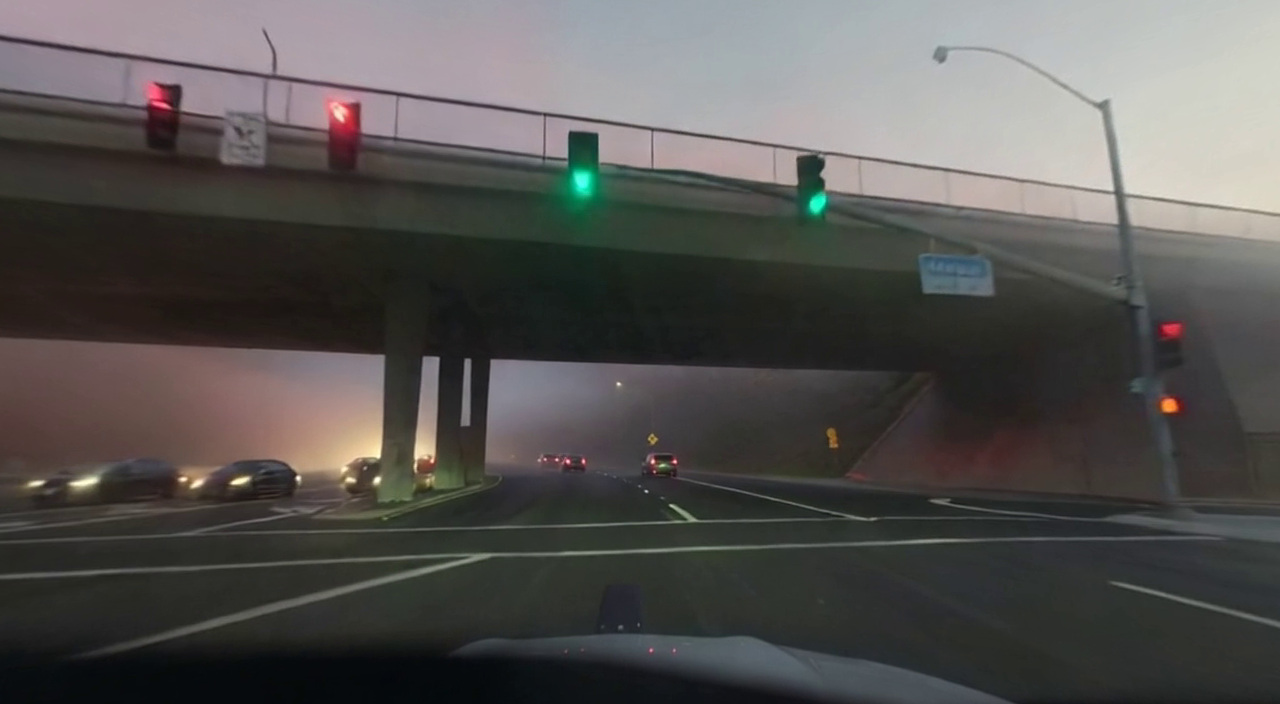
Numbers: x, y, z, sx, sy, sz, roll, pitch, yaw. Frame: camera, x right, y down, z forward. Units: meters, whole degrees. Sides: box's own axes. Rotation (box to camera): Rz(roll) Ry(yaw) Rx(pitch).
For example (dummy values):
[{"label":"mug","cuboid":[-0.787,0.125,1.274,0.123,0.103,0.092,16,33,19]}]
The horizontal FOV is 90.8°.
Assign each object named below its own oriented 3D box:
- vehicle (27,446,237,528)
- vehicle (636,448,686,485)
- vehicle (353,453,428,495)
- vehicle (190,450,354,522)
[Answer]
[{"label":"vehicle","cuboid":[-12.619,3.302,16.197,1.989,1.619,4.612,1,-7,-7]},{"label":"vehicle","cuboid":[1.007,5.824,32.432,2.024,1.724,3.928,1,-9,-6]},{"label":"vehicle","cuboid":[-10.119,4.928,25.875,1.722,1.519,3.826,0,-9,-4]},{"label":"vehicle","cuboid":[-9.683,3.502,17.129,1.961,1.492,4.479,0,-7,-3]}]
